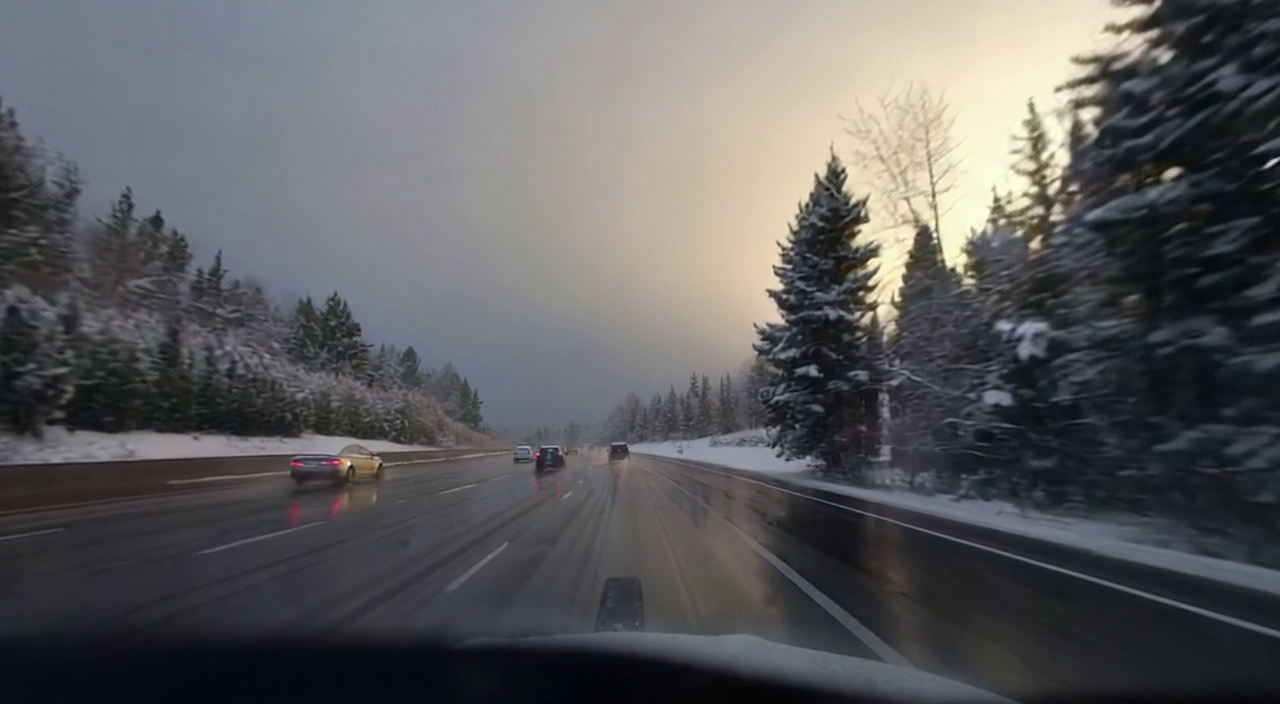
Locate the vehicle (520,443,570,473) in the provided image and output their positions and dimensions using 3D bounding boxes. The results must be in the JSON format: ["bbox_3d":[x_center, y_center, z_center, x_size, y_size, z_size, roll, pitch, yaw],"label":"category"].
[{"bbox_3d":[-4.859,5.481,32.702,2.120,1.458,4.031,0,-9,-2],"label":"vehicle"}]

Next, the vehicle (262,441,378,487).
[{"bbox_3d":[-11.562,4.066,23.164,1.960,1.487,4.593,0,-9,-2],"label":"vehicle"}]

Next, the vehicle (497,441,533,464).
[{"bbox_3d":[-9.269,7.485,47.007,2.015,1.608,4.294,0,-9,-3],"label":"vehicle"}]
